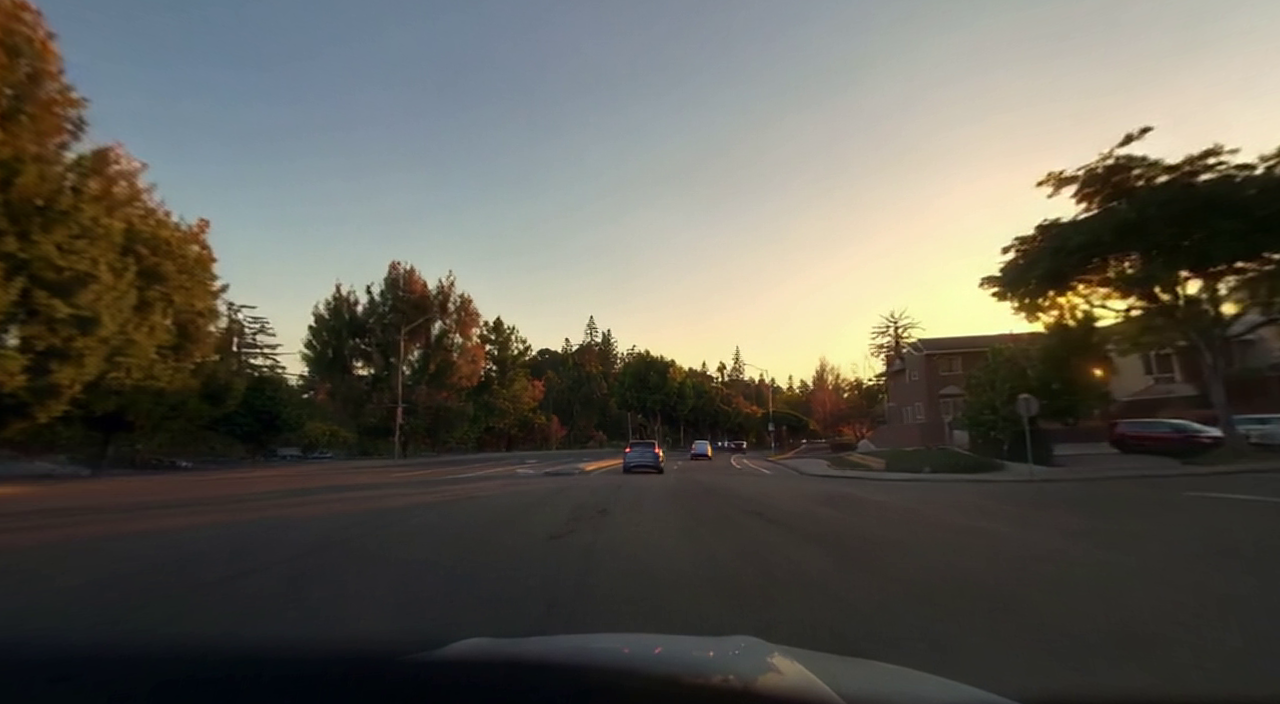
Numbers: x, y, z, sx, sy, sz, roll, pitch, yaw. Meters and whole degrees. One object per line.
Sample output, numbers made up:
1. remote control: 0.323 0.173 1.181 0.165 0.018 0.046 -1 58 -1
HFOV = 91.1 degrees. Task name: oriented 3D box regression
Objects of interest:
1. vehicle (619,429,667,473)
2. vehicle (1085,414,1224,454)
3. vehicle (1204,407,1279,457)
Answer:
1. vehicle: 0.233 4.868 31.069 2.072 2.002 4.391 0 -8 5
2. vehicle: 22.863 3.709 28.165 1.826 1.621 4.546 2 -9 -13
3. vehicle: 26.143 3.355 25.984 1.947 1.926 4.237 -1 -8 8
